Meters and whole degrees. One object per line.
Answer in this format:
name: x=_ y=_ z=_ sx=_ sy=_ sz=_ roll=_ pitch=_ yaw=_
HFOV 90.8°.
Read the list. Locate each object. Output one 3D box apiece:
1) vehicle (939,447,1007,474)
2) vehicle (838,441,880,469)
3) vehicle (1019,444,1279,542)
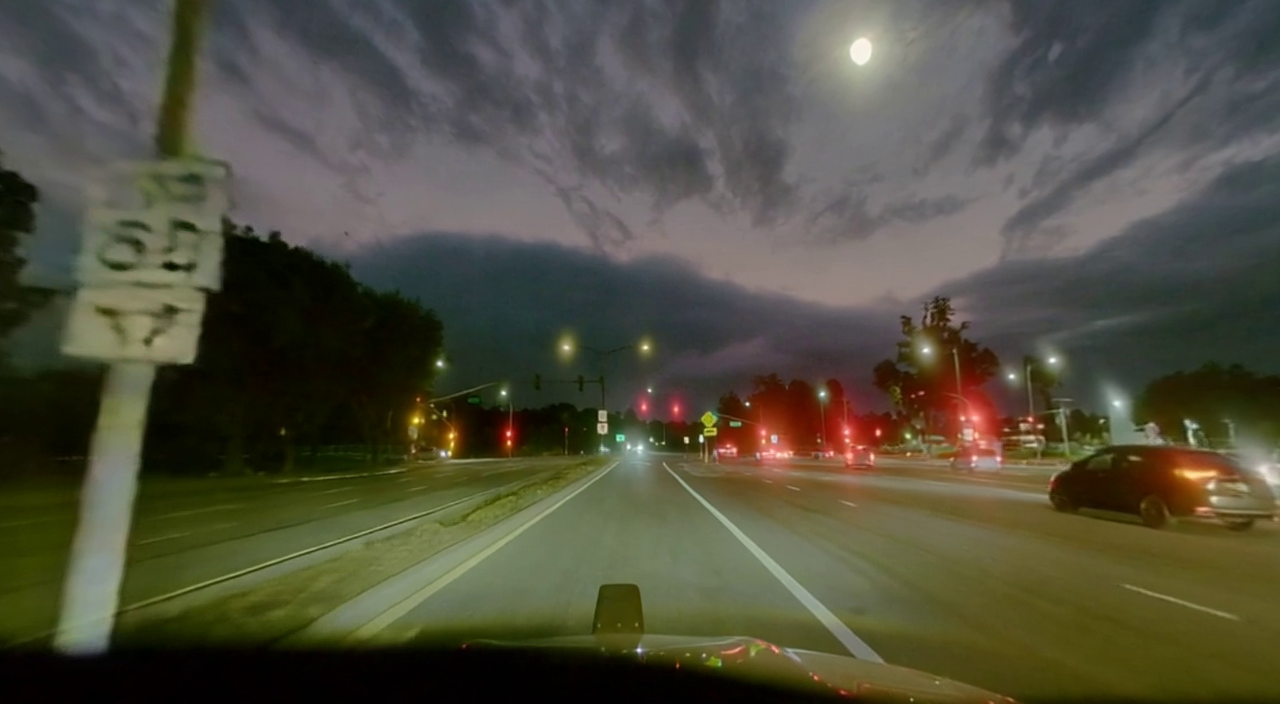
vehicle: x=20.587 y=6.695 z=39.302 sx=1.896 sy=1.524 sz=4.562 roll=0 pitch=-8 yaw=2
vehicle: x=15.012 y=7.046 z=43.494 sx=1.951 sy=1.843 sz=4.335 roll=-1 pitch=-8 yaw=9
vehicle: x=9.631 y=2.534 z=12.125 sx=1.933 sy=1.500 sz=4.458 roll=0 pitch=-8 yaw=0
